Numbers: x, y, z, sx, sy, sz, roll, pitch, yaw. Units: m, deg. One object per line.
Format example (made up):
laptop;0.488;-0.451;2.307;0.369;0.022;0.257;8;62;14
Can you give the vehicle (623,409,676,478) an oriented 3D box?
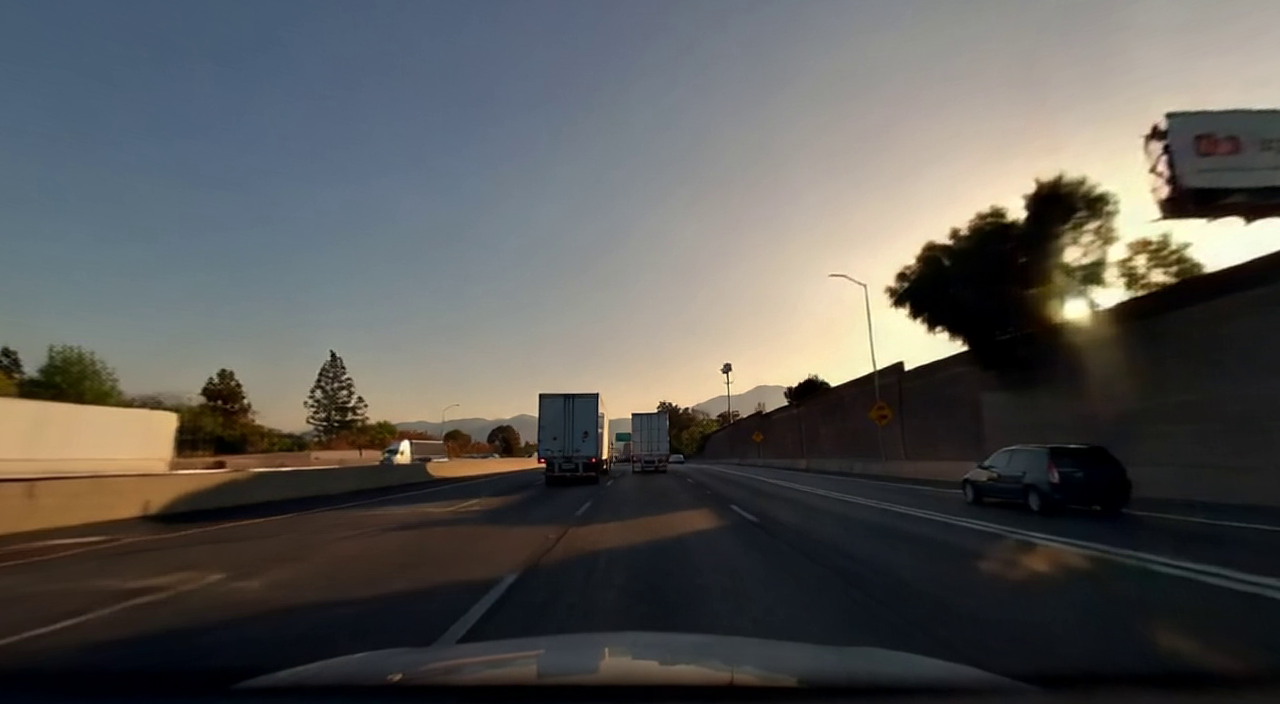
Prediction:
vehicle;0.593;6.196;42.564;3.054;3.944;11.230;-1;-8;0

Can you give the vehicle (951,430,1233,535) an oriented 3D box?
vehicle;8.010;2.313;11.871;1.969;1.560;4.394;0;-8;-1

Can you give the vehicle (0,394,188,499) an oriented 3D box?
vehicle;-25.581;3.773;25.094;2.895;3.951;16.404;-1;-8;1

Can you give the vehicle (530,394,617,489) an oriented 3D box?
vehicle;-2.980;4.565;32.170;2.962;3.947;11.574;-1;-8;1
